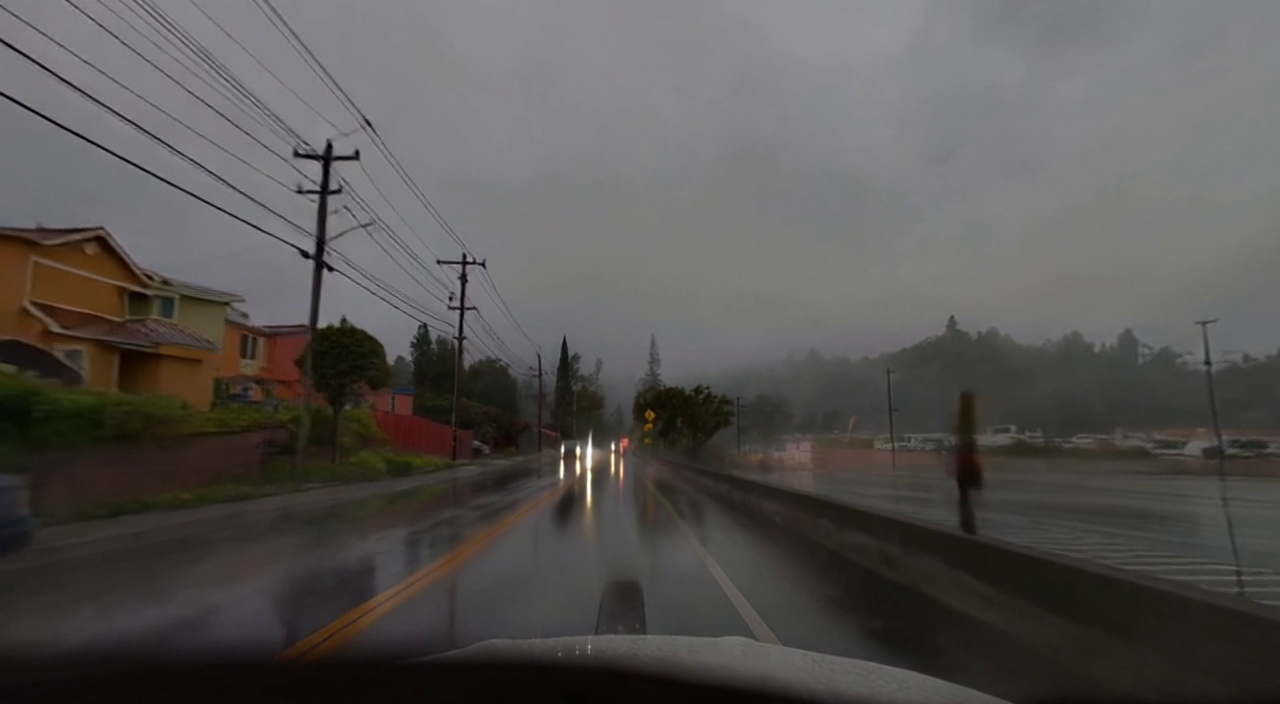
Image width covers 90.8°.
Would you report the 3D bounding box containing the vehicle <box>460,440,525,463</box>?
[{"bbox_3d":[-11.309,7.657,48.560,4.500,1.674,1.915,8,-12,-44],"label":"vehicle"}]
